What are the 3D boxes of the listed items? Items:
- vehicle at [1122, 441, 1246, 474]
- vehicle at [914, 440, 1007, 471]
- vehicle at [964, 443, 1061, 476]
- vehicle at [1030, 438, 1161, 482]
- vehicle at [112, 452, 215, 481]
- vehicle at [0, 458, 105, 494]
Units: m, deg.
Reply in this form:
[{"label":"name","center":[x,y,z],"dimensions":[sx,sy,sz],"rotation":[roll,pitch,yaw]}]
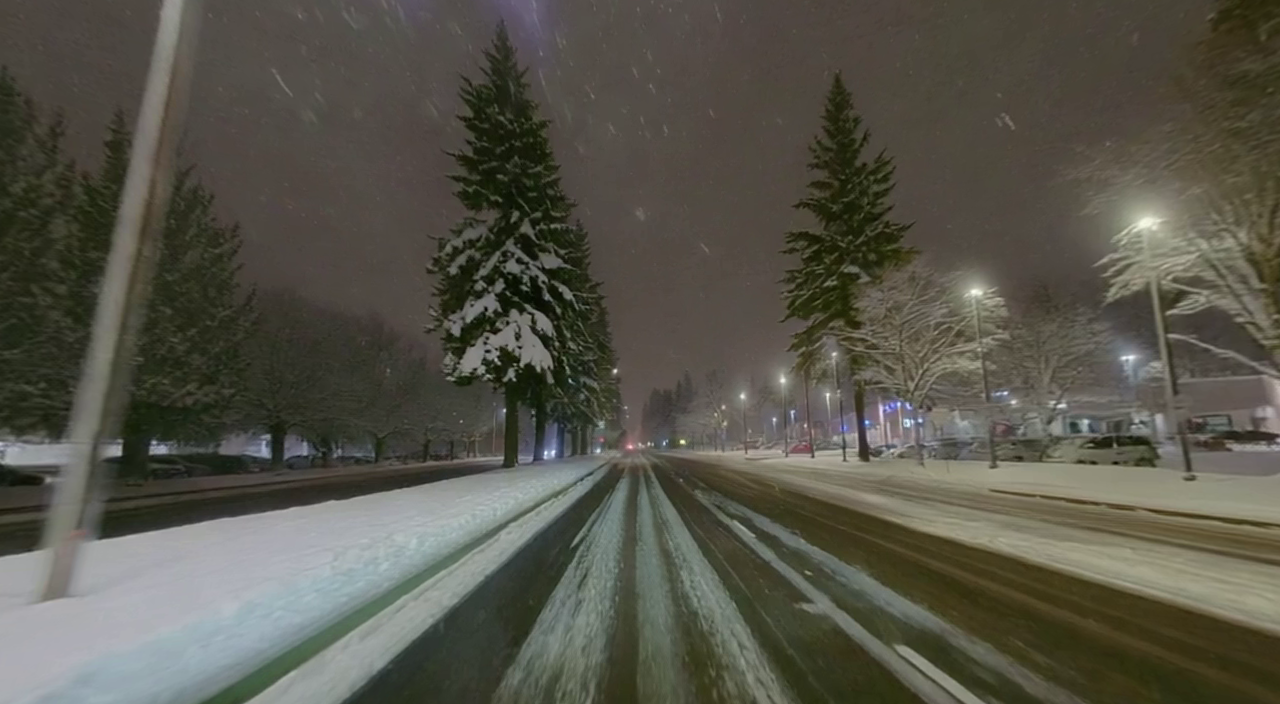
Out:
[{"label":"vehicle","center":[27.711,5.377,32.260],"dimensions":[4.591,1.593,2.041],"rotation":[1,-8,-5]},{"label":"vehicle","center":[18.224,5.846,35.951],"dimensions":[4.788,1.660,2.043],"rotation":[4,-9,-23]},{"label":"vehicle","center":[17.825,5.105,30.176],"dimensions":[4.496,1.423,1.700],"rotation":[4,-10,-26]},{"label":"vehicle","center":[17.847,4.185,24.726],"dimensions":[4.697,1.578,2.067],"rotation":[4,-9,-26]},{"label":"vehicle","center":[-26.935,6.458,35.784],"dimensions":[4.193,1.585,1.956],"rotation":[0,-8,0]},{"label":"vehicle","center":[-26.450,5.412,27.692],"dimensions":[4.243,1.493,1.873],"rotation":[0,-8,0]}]
